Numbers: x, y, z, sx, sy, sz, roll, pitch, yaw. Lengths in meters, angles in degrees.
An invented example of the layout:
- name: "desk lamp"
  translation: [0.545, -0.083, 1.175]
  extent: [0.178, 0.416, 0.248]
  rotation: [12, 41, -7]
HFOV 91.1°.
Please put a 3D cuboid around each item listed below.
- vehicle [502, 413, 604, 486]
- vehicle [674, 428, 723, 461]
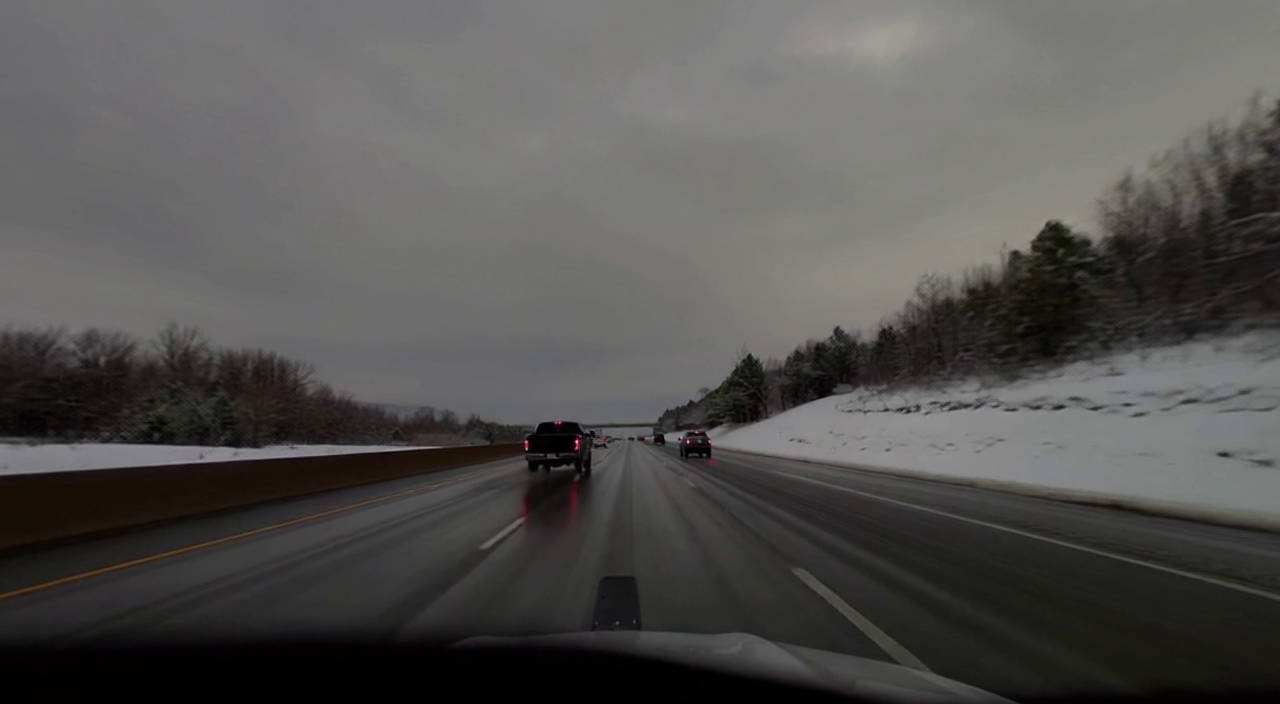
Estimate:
- name: "vehicle"
  translation: [-2.257, 2.692, 17.716]
  extent: [2.185, 1.772, 4.656]
  rotation: [0, -8, 0]
- name: "vehicle"
  translation: [3.140, 5.049, 34.517]
  extent: [2.124, 1.696, 4.173]
  rotation: [0, -8, -2]
